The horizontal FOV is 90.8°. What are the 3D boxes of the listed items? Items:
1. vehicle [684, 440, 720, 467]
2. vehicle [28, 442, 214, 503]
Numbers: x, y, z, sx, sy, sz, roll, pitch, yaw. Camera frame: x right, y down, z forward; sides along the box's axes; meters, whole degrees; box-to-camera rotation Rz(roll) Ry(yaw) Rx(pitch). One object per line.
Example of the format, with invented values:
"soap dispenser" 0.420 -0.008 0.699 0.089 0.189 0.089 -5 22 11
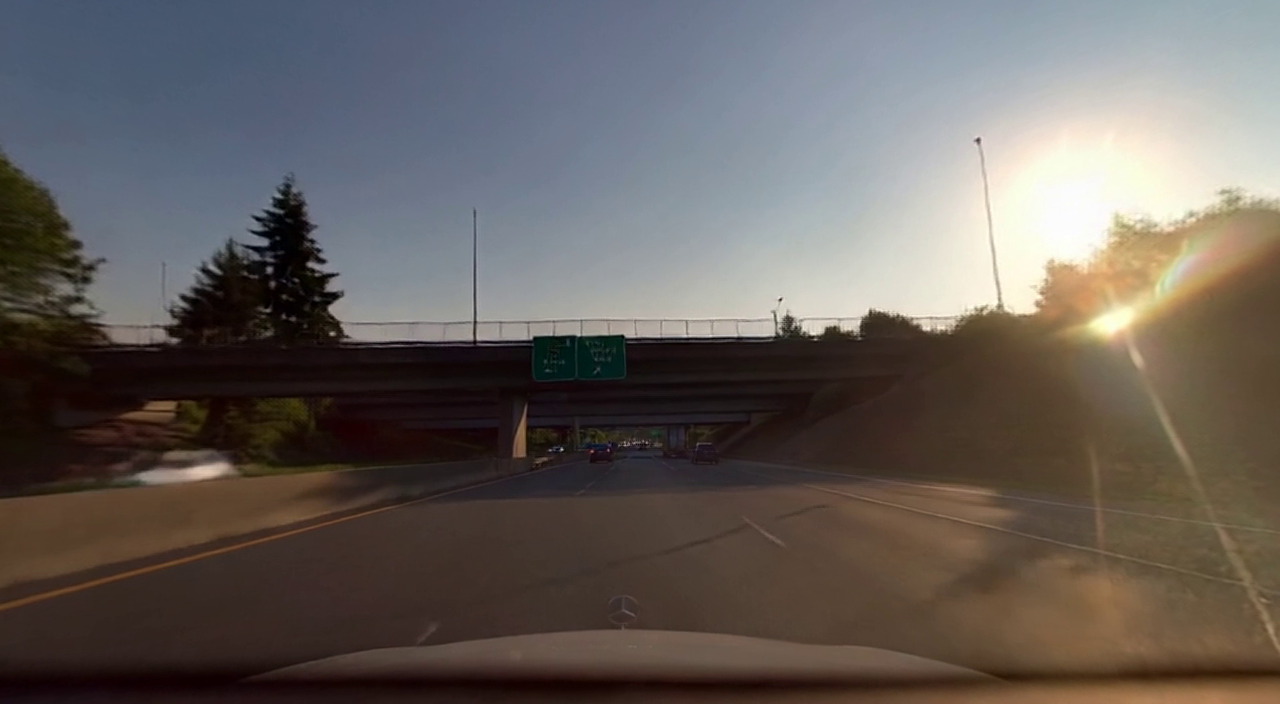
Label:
"vehicle" 4.555 7.509 46.941 2.100 1.889 4.969 0 -9 -1
"vehicle" -15.380 3.559 19.082 1.948 1.617 4.249 0 -9 0
